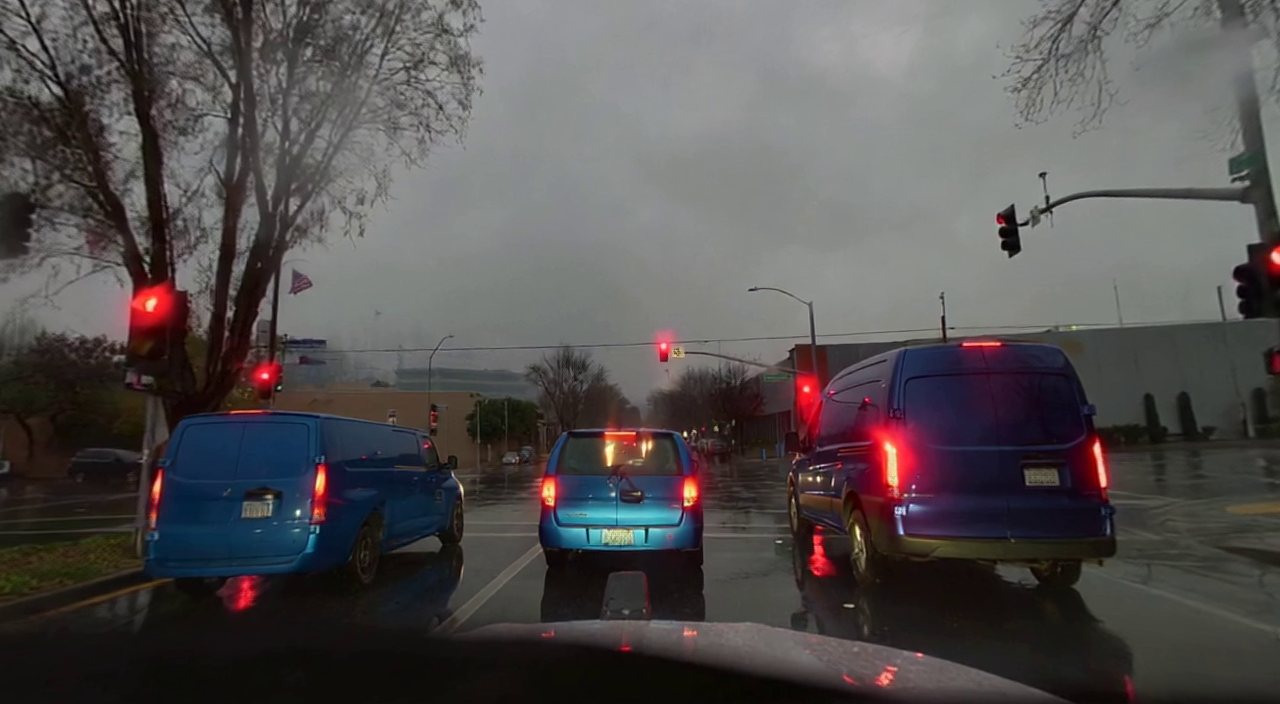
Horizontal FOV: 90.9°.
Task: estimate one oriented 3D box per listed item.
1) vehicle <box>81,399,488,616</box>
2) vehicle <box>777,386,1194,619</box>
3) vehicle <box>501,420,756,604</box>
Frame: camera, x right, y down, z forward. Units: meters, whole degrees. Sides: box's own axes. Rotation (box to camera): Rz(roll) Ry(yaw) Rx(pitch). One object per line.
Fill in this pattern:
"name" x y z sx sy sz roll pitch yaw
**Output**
"vehicle" -3.310 1.522 7.040 2.024 1.677 3.998 -1 -9 3
"vehicle" 3.090 1.465 7.034 2.178 1.746 4.400 0 -9 1
"vehicle" -0.143 1.632 7.326 2.098 1.494 4.118 0 -9 -1
